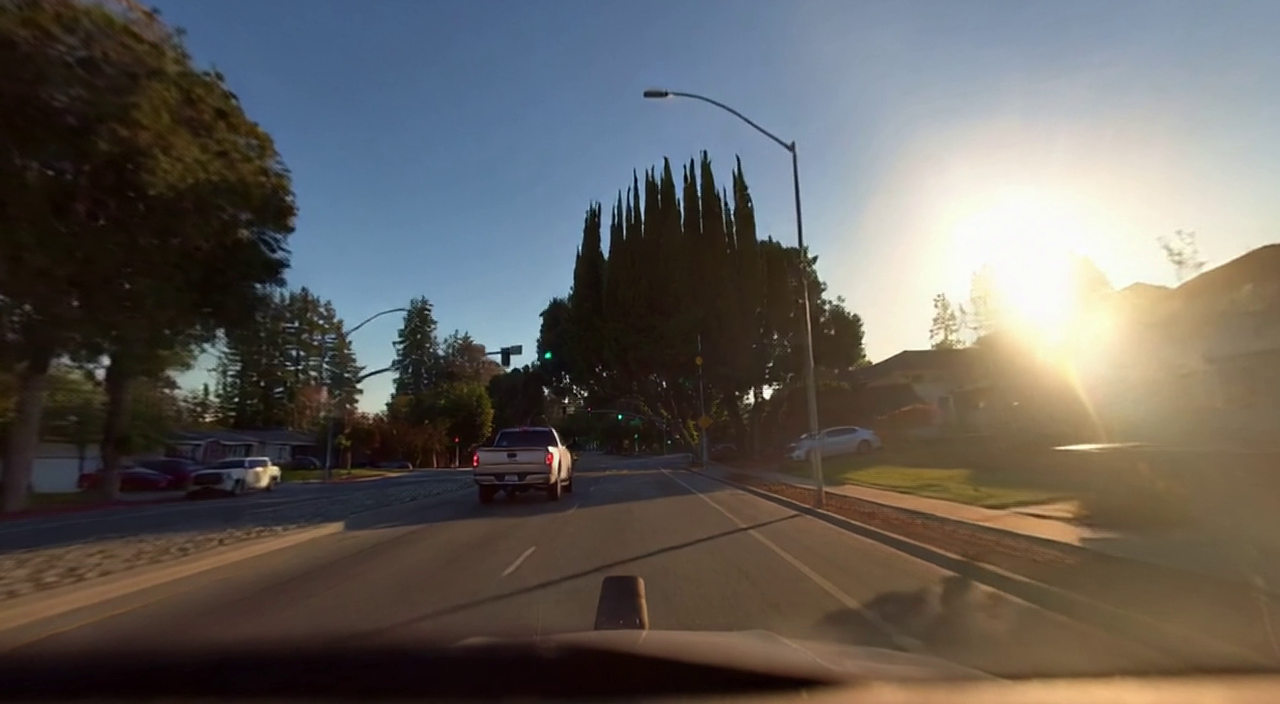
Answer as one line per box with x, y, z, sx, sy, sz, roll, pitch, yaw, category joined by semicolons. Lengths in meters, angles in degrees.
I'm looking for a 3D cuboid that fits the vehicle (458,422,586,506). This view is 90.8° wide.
-3.140;3.191;18.412;2.508;2.001;5.880;-1;-9;1;vehicle

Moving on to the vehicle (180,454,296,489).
-21.228;6.316;33.528;4.669;1.745;2.156;-1;-9;1;vehicle

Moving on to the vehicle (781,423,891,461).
10.089;4.690;32.785;4.882;1.839;2.243;1;-9;-6;vehicle

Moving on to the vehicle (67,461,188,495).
-26.867;6.598;33.250;4.497;1.634;1.991;0;-9;-3;vehicle
